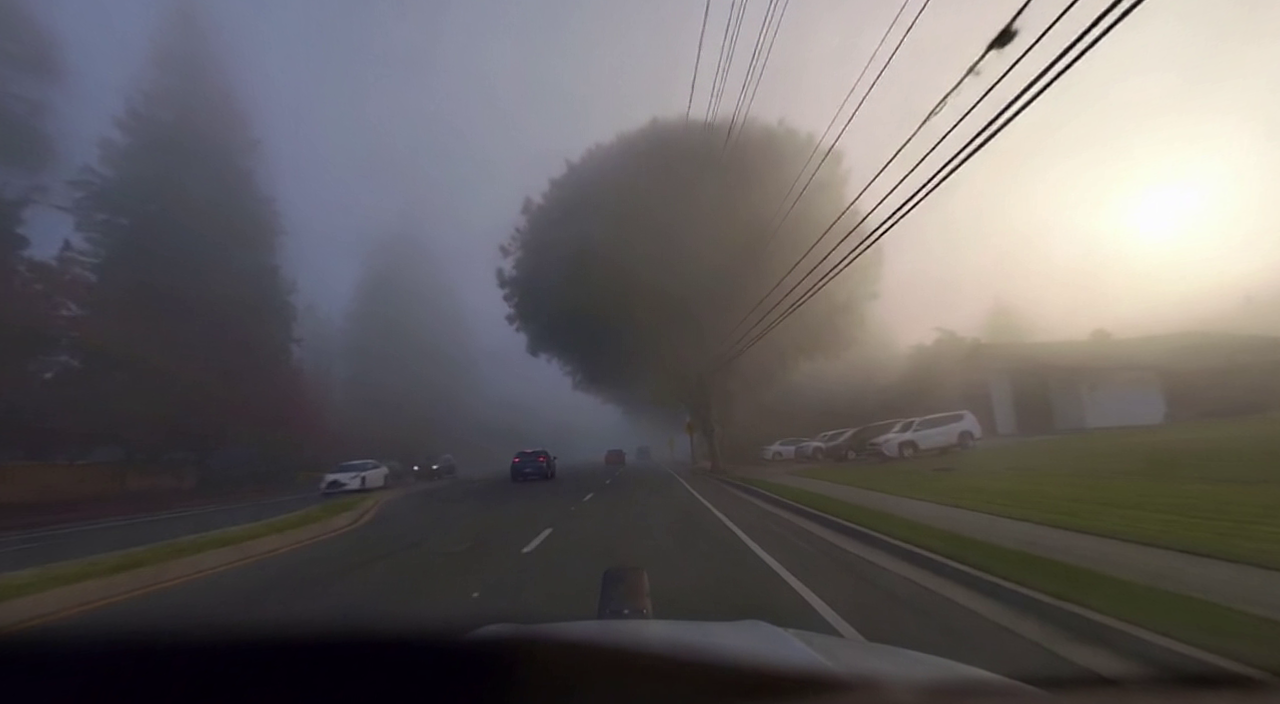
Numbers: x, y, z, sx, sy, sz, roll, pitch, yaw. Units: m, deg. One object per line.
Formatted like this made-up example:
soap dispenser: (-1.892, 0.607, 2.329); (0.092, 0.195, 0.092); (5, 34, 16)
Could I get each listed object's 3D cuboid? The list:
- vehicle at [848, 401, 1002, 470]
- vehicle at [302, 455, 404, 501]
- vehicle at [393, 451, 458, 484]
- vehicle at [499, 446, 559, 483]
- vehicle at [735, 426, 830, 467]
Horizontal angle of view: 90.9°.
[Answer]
vehicle: (10.789, 3.233, 24.155); (4.610, 1.853, 2.265); (-8, -9, -3)
vehicle: (-10.746, 4.711, 24.035); (2.048, 1.481, 4.543); (0, -9, -4)
vehicle: (-12.528, 6.735, 37.130); (2.077, 1.713, 4.715); (-1, -9, 1)
vehicle: (-4.858, 4.990, 28.200); (2.084, 1.466, 4.522); (0, -9, -2)
vehicle: (8.283, 5.577, 36.964); (4.840, 1.583, 2.324); (-8, -9, -3)
